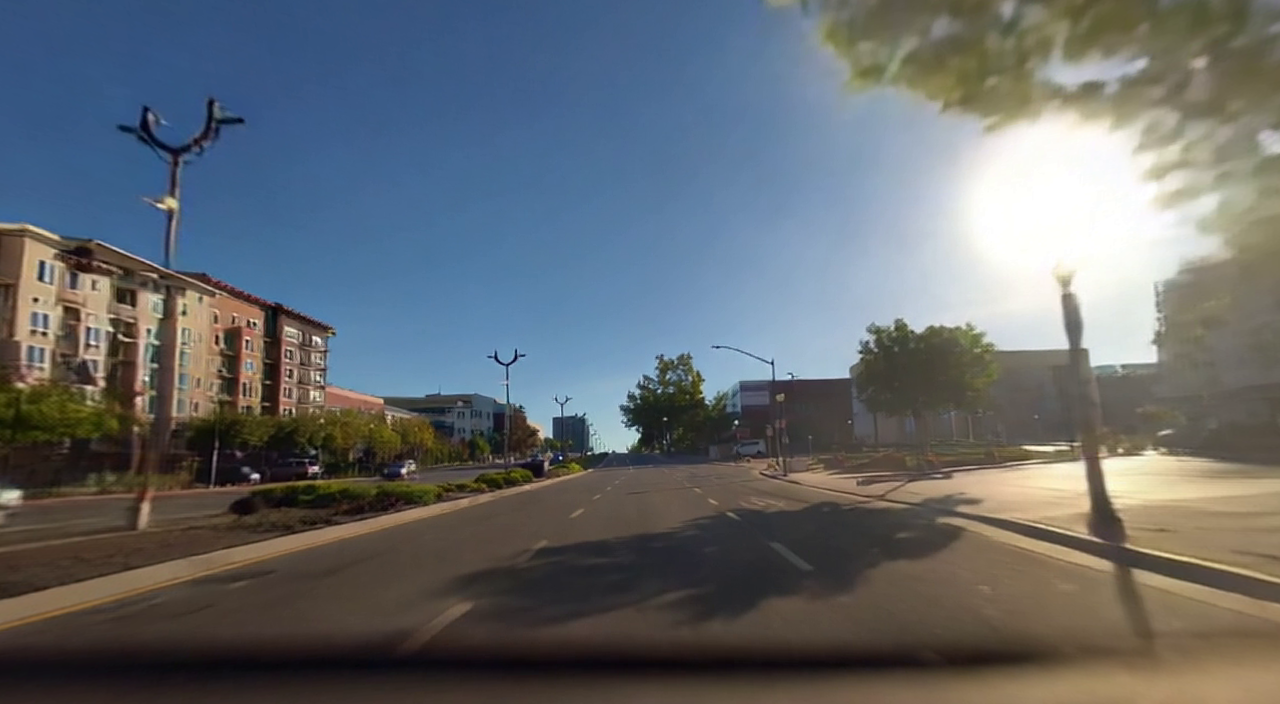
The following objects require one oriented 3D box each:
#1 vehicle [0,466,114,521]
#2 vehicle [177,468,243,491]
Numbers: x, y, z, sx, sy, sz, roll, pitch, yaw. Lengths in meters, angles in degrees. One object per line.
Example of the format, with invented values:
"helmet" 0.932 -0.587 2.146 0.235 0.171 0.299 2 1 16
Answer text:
"vehicle" -18.835 4.257 19.132 1.835 1.417 4.352 0 -8 2
"vehicle" -31.671 9.371 46.573 1.799 1.473 4.490 0 -8 -2
